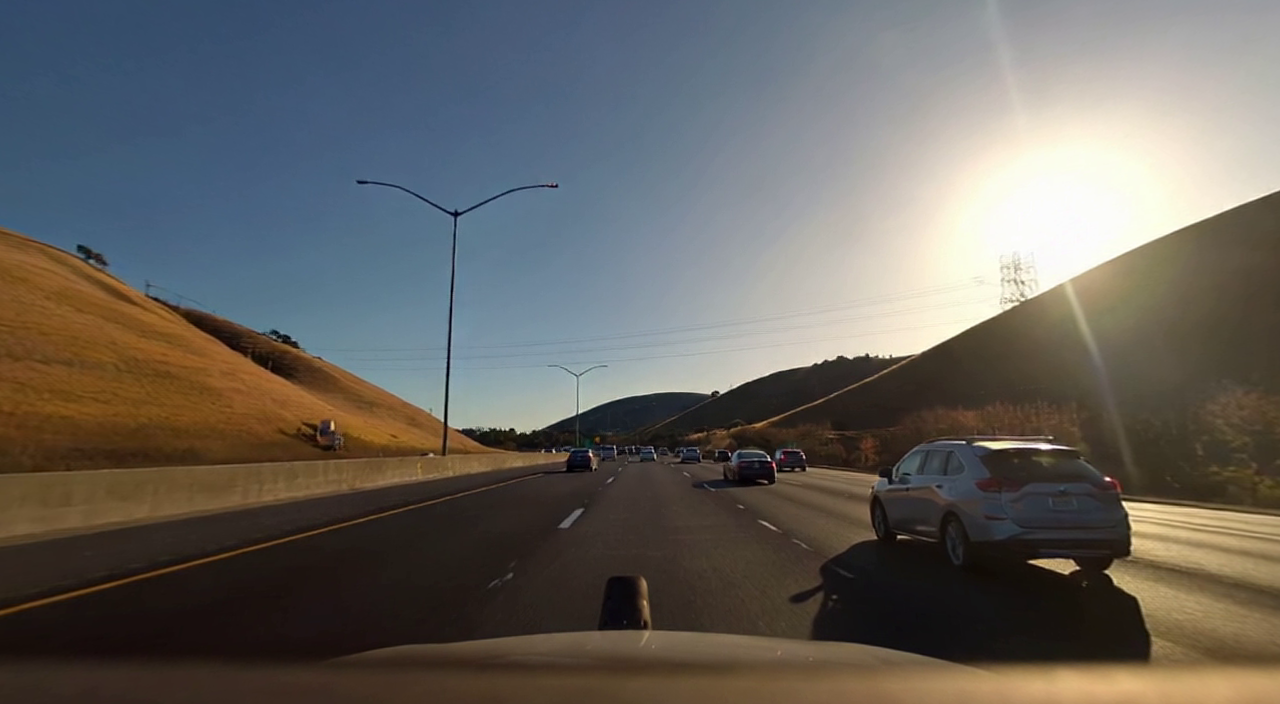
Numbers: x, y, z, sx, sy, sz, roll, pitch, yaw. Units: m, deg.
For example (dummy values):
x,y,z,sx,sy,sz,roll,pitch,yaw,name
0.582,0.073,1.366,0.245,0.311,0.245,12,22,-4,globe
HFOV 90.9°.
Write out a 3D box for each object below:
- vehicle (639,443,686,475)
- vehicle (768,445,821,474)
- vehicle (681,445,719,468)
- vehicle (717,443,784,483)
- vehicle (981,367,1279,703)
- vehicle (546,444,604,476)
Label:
x,y,z,sx,sy,sz,roll,pitch,yaw,name
1.050,5.346,31.779,2.138,1.473,4.392,0,-8,0,vehicle
8.395,5.848,34.601,1.843,1.505,4.007,0,-8,0,vehicle
4.074,7.101,43.195,2.177,1.453,4.205,0,-8,0,vehicle
4.340,4.393,25.320,1.867,1.465,4.093,0,-8,-1,vehicle
3.915,0.926,2.979,2.018,1.670,4.658,0,-8,1,vehicle
-3.017,5.127,30.232,2.232,1.438,4.163,-1,-8,2,vehicle
